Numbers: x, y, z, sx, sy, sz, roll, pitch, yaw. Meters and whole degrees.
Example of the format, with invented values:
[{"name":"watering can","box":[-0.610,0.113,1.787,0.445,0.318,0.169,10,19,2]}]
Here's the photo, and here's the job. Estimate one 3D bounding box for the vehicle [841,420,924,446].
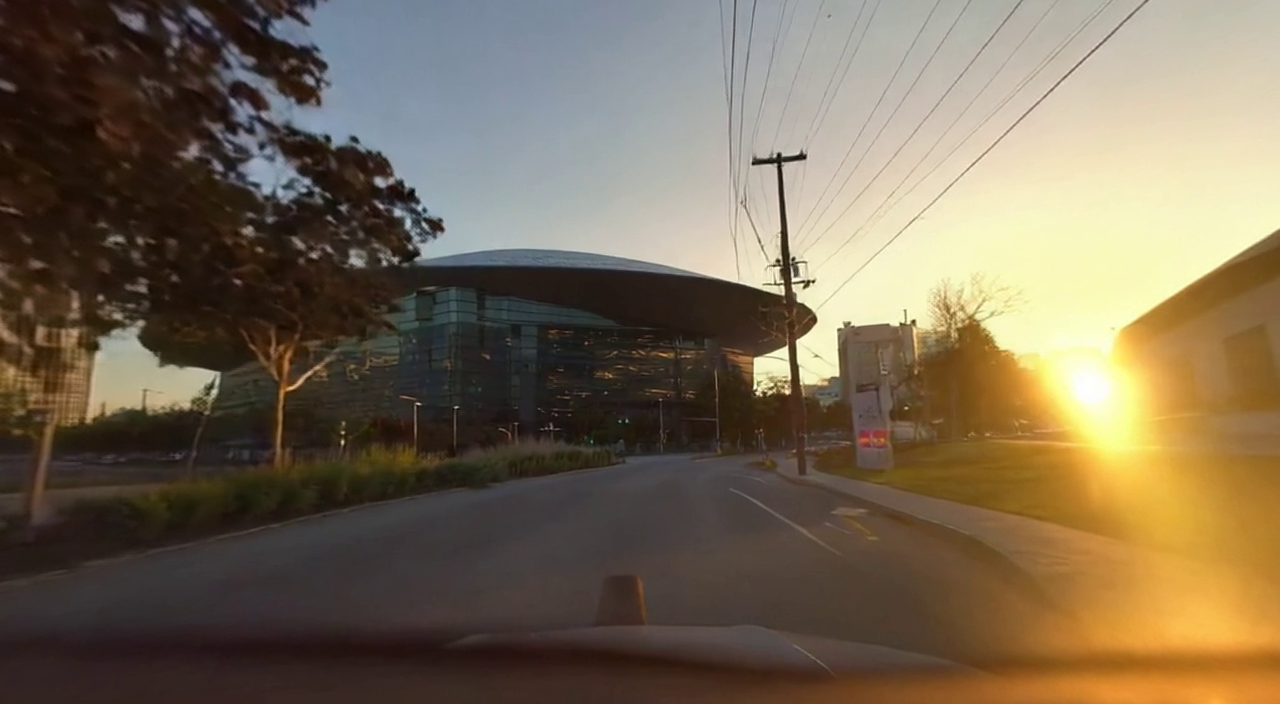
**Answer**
[{"name":"vehicle","box":[18.620,6.242,48.675,5.745,1.902,2.244,-2,-9,16]}]
